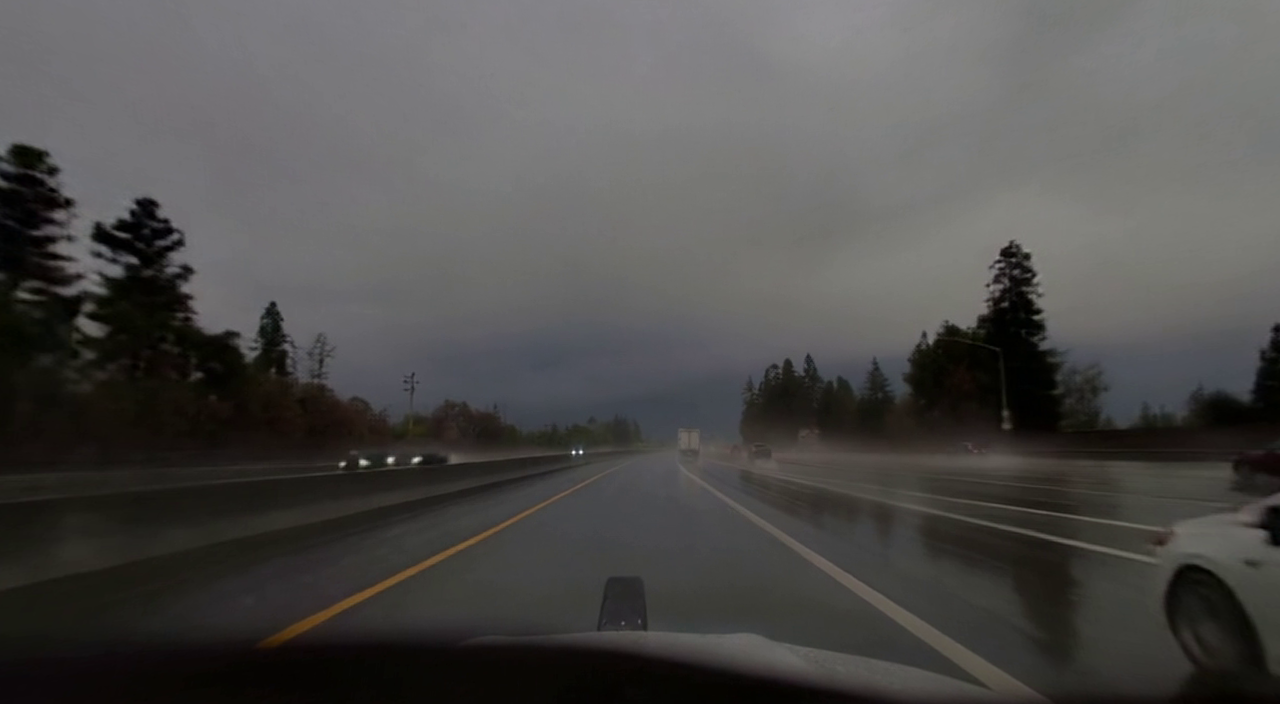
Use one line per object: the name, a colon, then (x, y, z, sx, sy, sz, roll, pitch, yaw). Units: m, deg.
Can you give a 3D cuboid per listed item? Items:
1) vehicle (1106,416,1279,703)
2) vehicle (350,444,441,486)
vehicle: (4.015, 0.872, 1.930, 1.938, 1.456, 4.204, 0, -9, 0)
vehicle: (-10.741, 4.994, 28.164, 2.075, 1.691, 4.654, 0, -9, 2)
